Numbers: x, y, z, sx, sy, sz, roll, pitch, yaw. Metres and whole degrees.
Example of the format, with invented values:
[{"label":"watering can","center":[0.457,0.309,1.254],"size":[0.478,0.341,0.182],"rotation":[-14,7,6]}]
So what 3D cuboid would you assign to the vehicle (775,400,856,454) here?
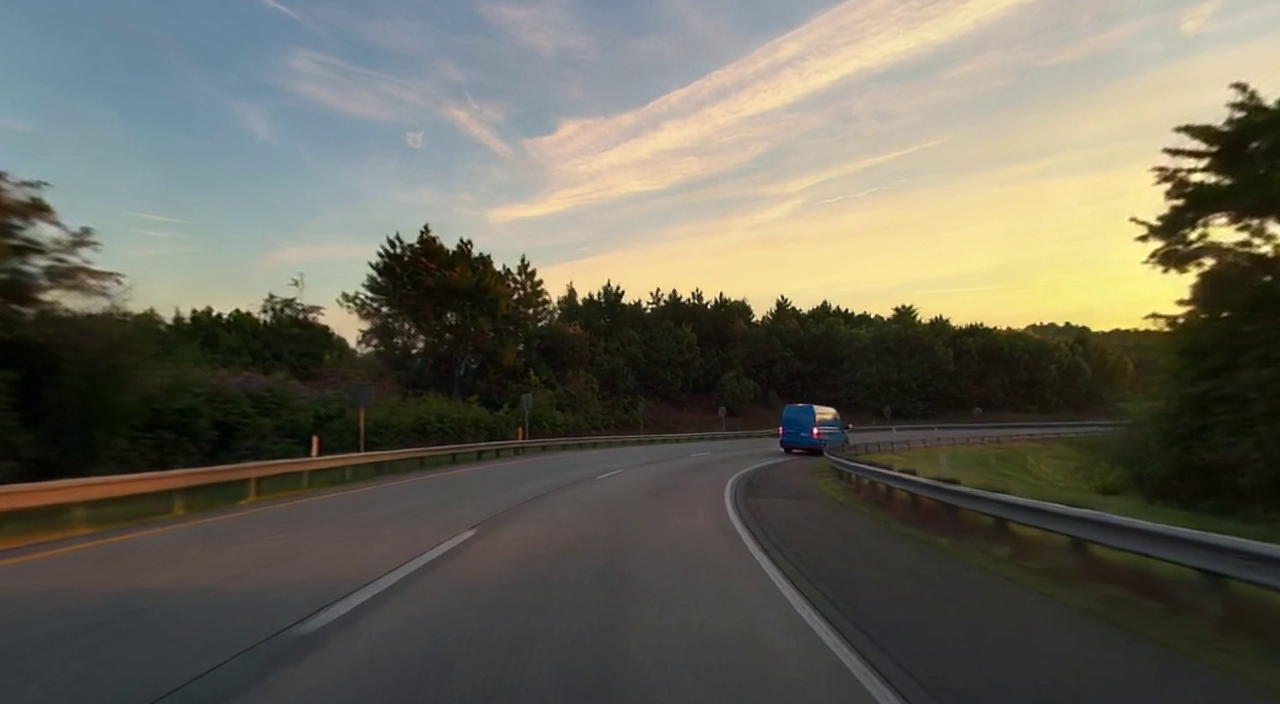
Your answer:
[{"label":"vehicle","center":[9.374,3.991,33.353],"size":[2.352,2.577,5.330],"rotation":[-5,-9,35]}]
